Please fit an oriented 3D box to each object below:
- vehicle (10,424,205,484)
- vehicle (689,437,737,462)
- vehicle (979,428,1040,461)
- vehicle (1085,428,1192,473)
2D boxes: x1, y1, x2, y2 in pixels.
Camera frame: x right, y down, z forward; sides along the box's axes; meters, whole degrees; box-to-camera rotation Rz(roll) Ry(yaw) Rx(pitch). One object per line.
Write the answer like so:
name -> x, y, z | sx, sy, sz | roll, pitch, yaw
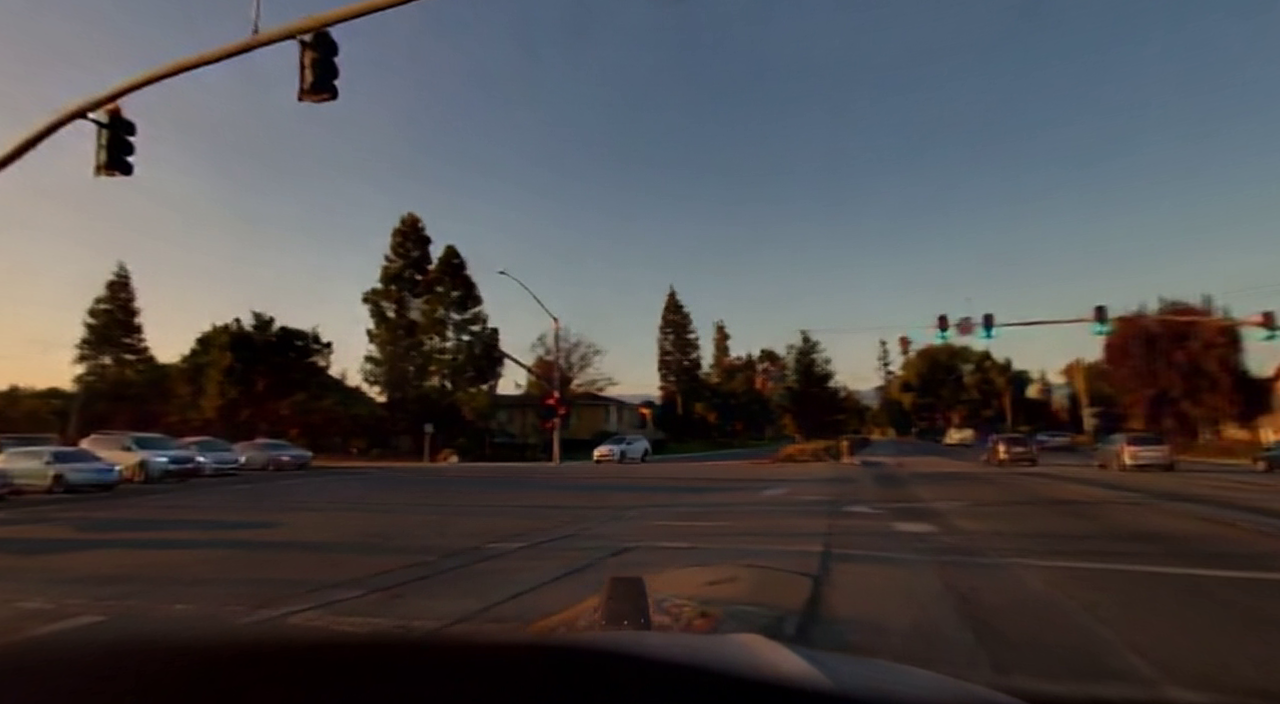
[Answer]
vehicle -> -18.650, 3.558, 22.130 | 5.874, 1.897, 2.226 | -3, -9, 17
vehicle -> 4.861, 6.390, 41.357 | 2.039, 1.519, 4.356 | -4, -9, 21
vehicle -> 22.286, 5.614, 38.203 | 2.239, 1.812, 4.812 | -3, -9, 19
vehicle -> 21.601, 4.288, 27.587 | 2.120, 1.767, 4.856 | -3, -9, 20
